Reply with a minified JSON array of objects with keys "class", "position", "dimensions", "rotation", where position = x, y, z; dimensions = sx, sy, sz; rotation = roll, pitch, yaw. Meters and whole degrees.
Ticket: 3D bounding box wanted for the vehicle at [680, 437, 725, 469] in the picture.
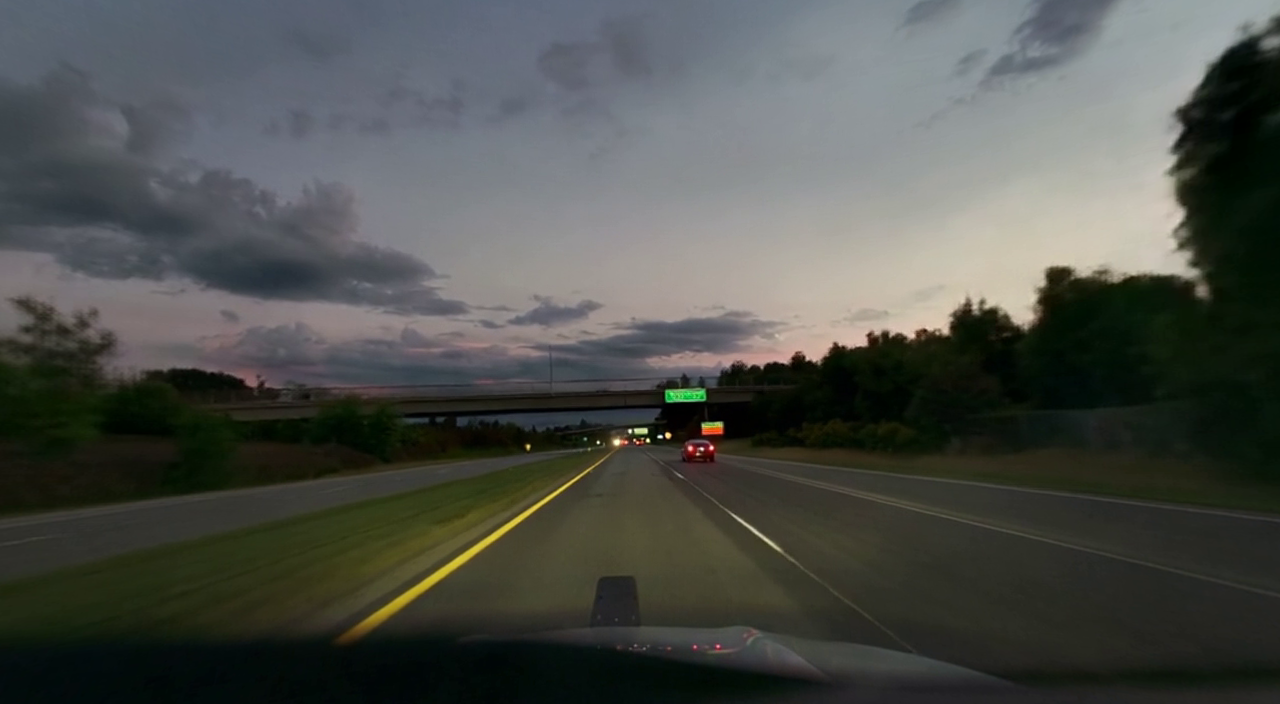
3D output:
[{"class":"vehicle","position":[3.049,4.994,31.349],"dimensions":[1.781,1.470,3.540],"rotation":[0,-8,-2]}]
